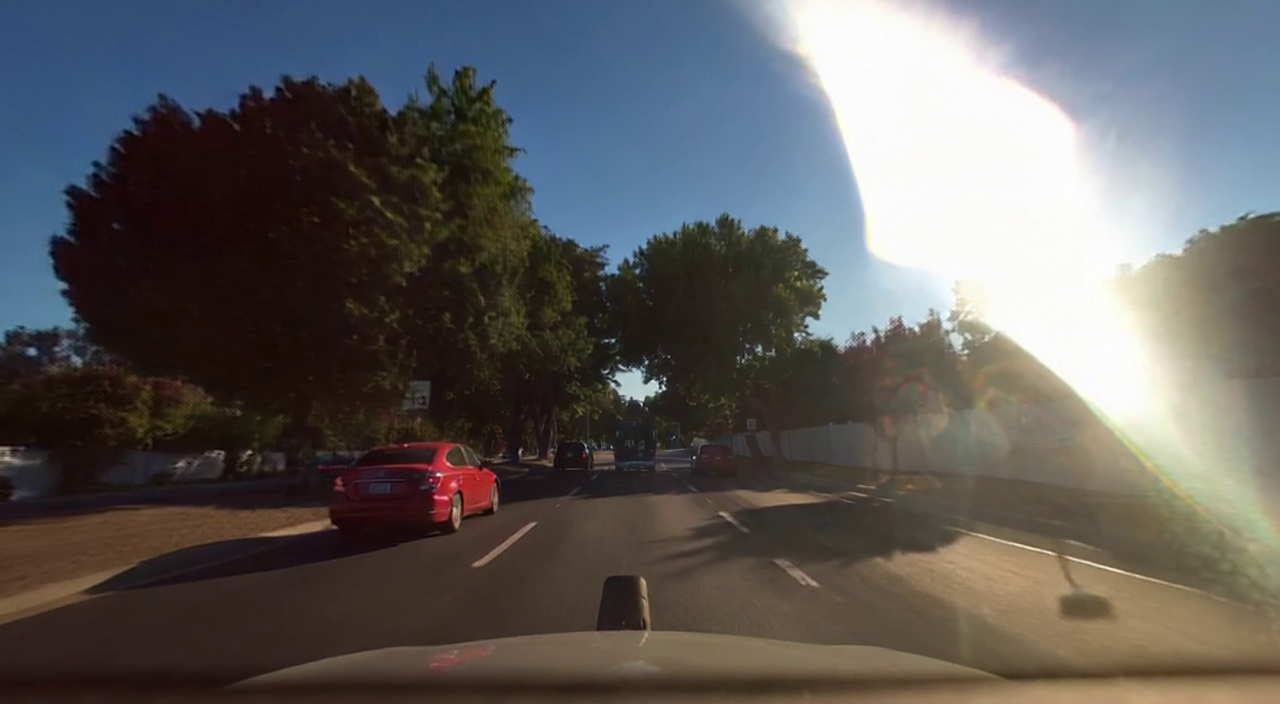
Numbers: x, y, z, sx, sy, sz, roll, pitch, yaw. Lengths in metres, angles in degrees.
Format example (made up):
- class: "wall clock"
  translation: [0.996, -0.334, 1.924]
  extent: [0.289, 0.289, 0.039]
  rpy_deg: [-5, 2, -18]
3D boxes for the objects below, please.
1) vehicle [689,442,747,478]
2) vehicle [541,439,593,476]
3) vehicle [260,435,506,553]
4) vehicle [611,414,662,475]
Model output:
- class: "vehicle"
  translation: [3.377, 4.747, 27.952]
  extent: [1.945, 1.469, 4.258]
  rpy_deg: [0, -8, -1]
- class: "vehicle"
  translation: [-3.617, 5.295, 31.843]
  extent: [2.021, 1.715, 4.329]
  rpy_deg: [0, -8, 1]
- class: "vehicle"
  translation: [-3.766, 2.148, 10.341]
  extent: [2.036, 1.474, 4.647]
  rpy_deg: [0, -8, 1]
- class: "vehicle"
  translation: [-0.224, 4.645, 31.591]
  extent: [2.311, 2.726, 5.814]
  rpy_deg: [0, -8, -1]
